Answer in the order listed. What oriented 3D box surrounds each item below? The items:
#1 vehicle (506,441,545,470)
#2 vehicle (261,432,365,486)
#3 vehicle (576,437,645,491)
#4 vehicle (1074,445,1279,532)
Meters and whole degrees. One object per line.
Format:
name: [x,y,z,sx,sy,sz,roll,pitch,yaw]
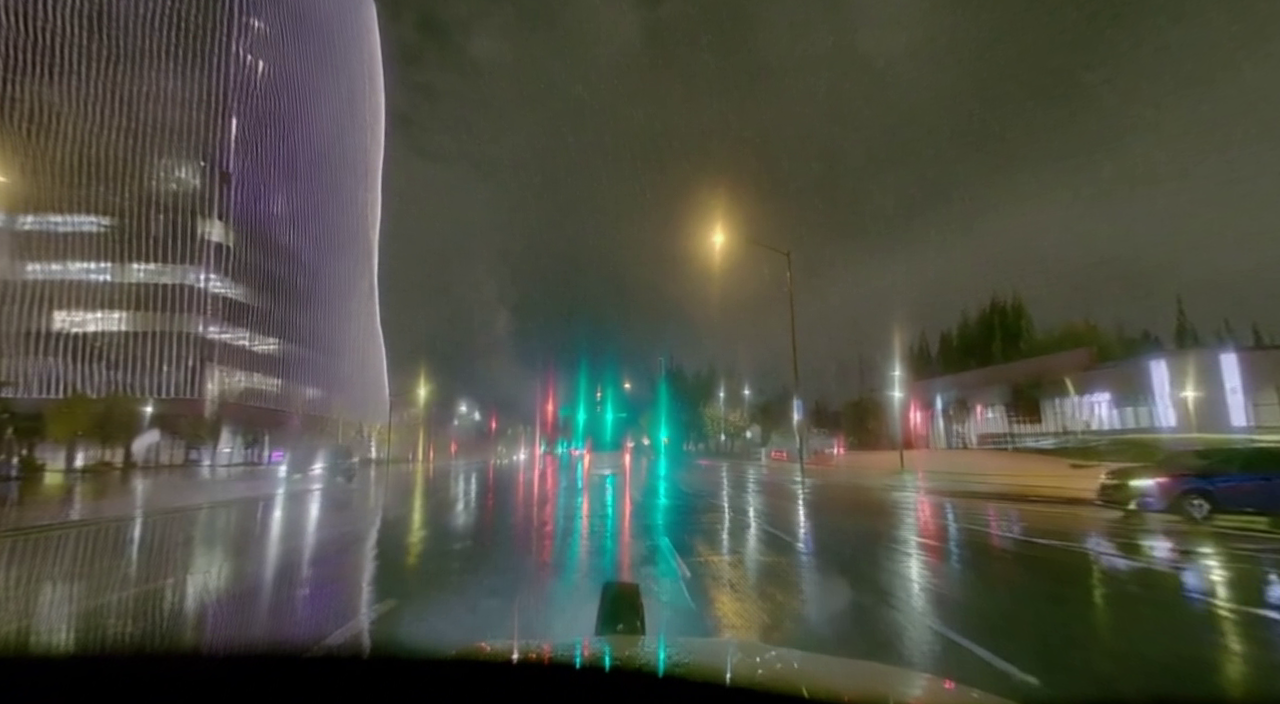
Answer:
vehicle: [-7.313,6.542,40.063,2.121,1.728,4.161,2,-9,-14]
vehicle: [-14.167,4.837,27.743,2.334,1.945,5.298,6,-13,-9]
vehicle: [-0.967,3.865,22.147,2.183,1.675,4.319,0,-9,-1]
vehicle: [11.573,2.577,12.202,4.645,1.505,2.100,-1,-9,9]
